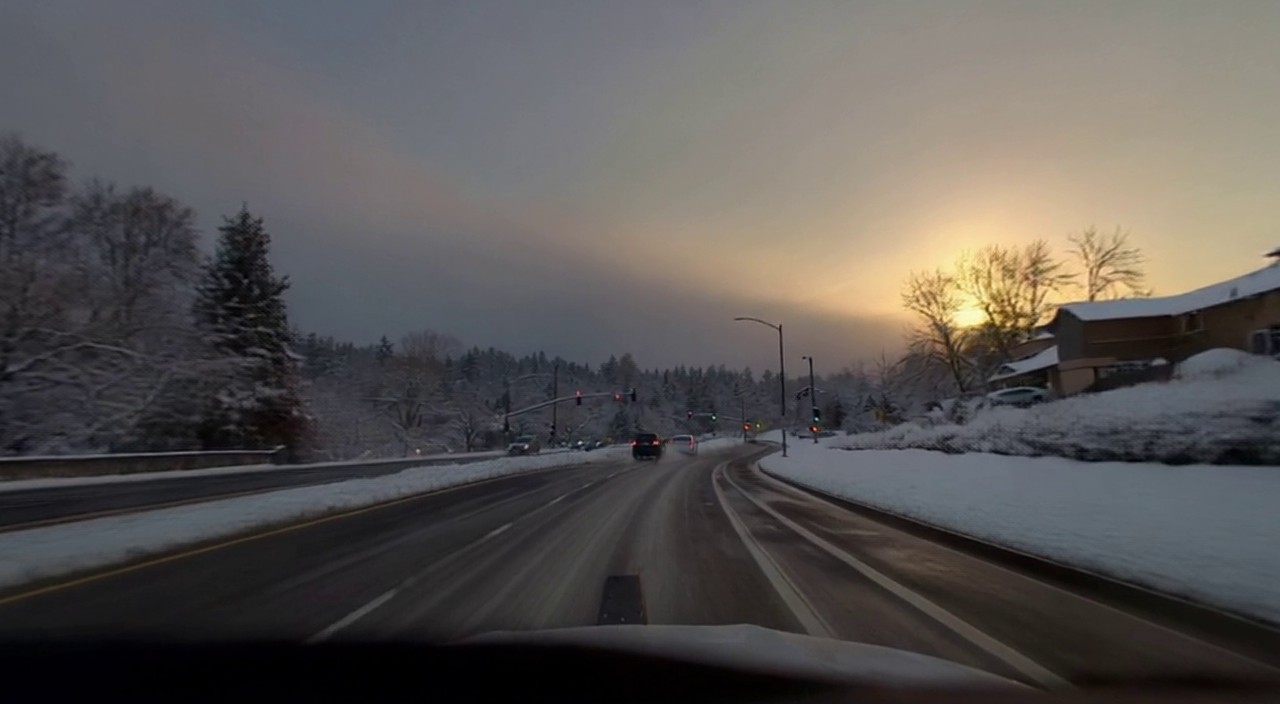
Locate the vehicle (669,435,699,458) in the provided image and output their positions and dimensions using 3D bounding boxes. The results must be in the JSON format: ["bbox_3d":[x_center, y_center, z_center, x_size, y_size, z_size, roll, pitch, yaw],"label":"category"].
[{"bbox_3d":[3.362,7.139,47.325,2.024,1.655,4.301,-1,-9,6],"label":"vehicle"}]

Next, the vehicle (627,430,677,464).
[{"bbox_3d":[0.738,5.446,36.093,2.152,1.822,4.391,-2,-9,11],"label":"vehicle"}]
